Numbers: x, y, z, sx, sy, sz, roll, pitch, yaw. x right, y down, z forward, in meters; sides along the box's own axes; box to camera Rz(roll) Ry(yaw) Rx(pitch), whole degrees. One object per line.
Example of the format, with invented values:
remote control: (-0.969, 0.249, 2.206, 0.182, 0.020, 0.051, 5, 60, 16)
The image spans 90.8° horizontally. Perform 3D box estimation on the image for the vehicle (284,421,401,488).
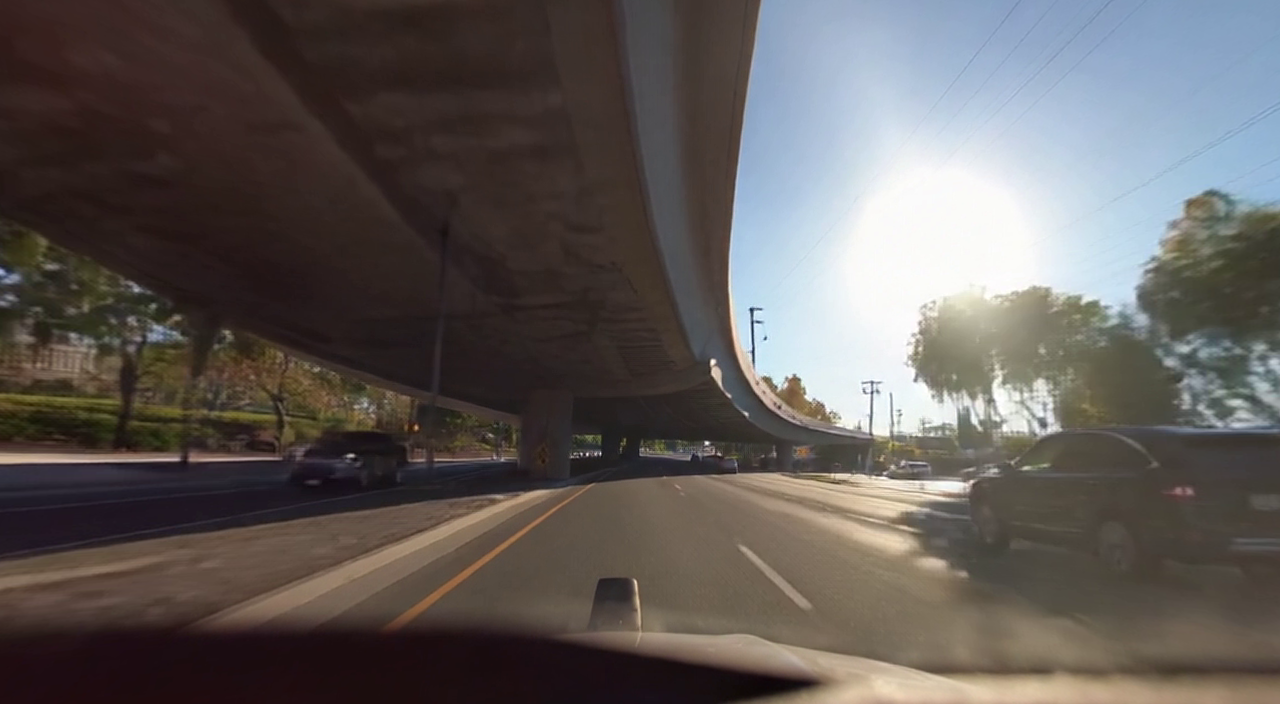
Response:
vehicle: (-10.315, 3.712, 22.379, 2.206, 2.034, 4.486, -2, -11, -4)

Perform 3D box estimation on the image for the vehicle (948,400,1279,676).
vehicle: (5.544, 1.480, 6.188, 2.331, 1.872, 5.378, -4, -8, 1)
